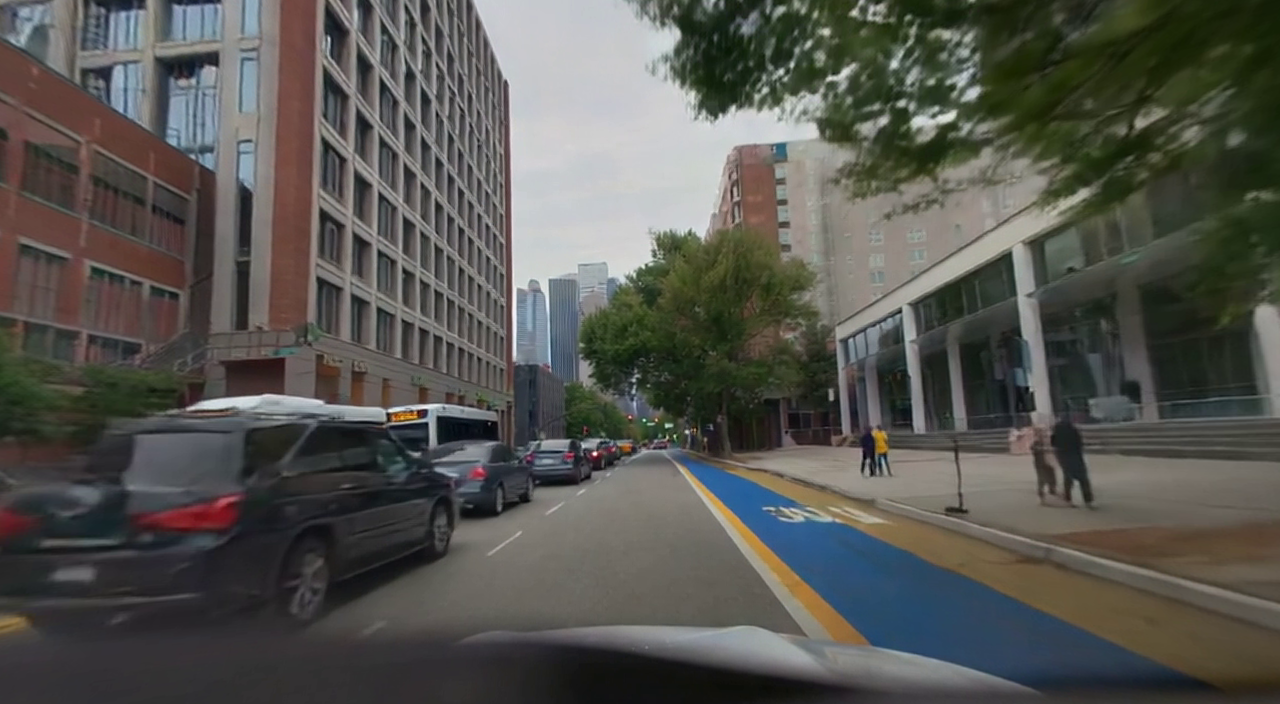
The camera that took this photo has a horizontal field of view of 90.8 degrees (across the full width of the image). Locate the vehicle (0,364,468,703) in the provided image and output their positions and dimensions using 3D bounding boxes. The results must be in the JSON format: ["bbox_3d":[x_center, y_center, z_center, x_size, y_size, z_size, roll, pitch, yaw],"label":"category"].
[{"bbox_3d":[-3.352,1.292,5.693,2.225,1.848,4.472,0,-8,2],"label":"vehicle"}]

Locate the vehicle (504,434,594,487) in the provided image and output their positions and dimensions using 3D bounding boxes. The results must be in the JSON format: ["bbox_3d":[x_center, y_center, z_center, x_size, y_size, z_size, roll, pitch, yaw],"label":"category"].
[{"bbox_3d":[-3.043,3.735,22.294,2.266,1.621,4.783,-1,-8,3],"label":"vehicle"}]
